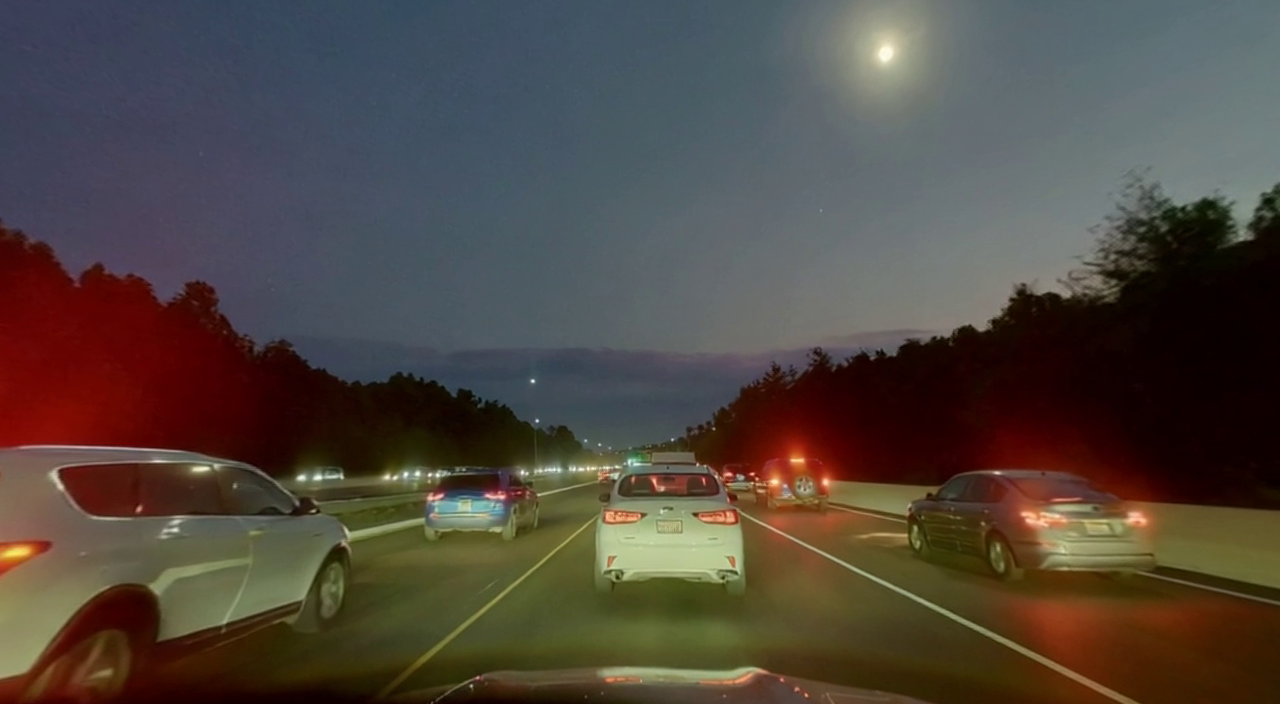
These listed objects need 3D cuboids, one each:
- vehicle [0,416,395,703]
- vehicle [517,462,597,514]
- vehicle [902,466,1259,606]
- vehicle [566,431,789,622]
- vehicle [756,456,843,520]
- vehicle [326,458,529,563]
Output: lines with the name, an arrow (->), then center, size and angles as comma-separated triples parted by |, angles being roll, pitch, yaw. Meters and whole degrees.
vehicle -> -3.776, 1.431, 4.776 | 1.994, 1.556, 4.263 | 0, -11, 1
vehicle -> -2.886, 4.876, 22.964 | 2.014, 1.654, 4.254 | 0, -11, 4
vehicle -> 5.651, 2.389, 9.021 | 1.919, 1.437, 4.436 | 1, -11, 1
vehicle -> 0.372, 2.007, 7.999 | 2.057, 1.725, 4.126 | 1, -11, 0
vehicle -> 5.235, 4.504, 21.256 | 1.984, 1.876, 4.287 | 0, -11, 3
vehicle -> -3.564, 2.777, 11.696 | 1.960, 1.502, 4.593 | 0, -11, 3
